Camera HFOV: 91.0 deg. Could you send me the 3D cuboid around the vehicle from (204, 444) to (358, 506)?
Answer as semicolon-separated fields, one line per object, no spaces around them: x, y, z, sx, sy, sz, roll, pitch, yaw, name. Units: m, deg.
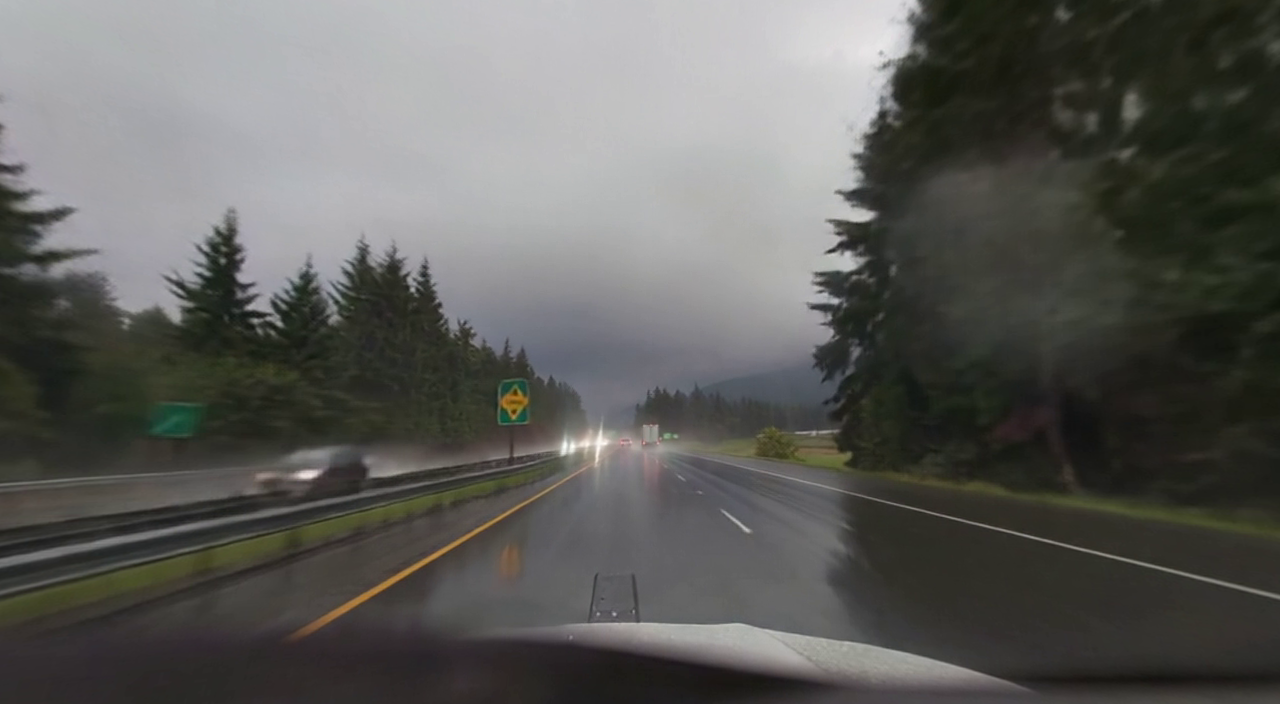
-9.634;3.279;17.361;1.812;1.460;4.228;0;-8;-1;vehicle
